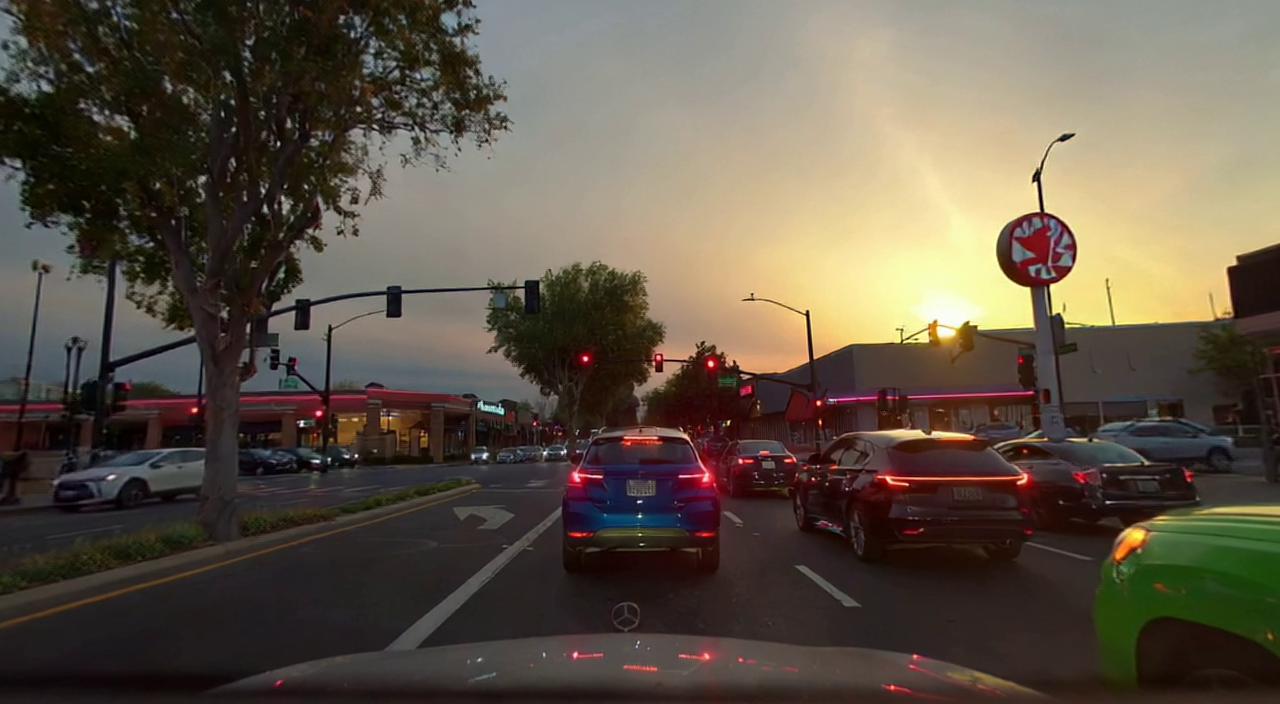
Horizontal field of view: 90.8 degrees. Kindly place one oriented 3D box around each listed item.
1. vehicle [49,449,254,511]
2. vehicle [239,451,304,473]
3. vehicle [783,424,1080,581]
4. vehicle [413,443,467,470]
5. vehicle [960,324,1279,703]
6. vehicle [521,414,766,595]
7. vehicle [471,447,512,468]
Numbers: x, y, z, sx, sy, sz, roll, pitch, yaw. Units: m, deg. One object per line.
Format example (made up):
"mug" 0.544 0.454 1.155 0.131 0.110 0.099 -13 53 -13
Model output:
"vehicle" -14.679 3.789 19.299 2.269 1.604 4.265 -4 -9 24
"vehicle" -28.603 8.523 49.163 4.205 1.541 1.780 4 -10 -28
"vehicle" 3.323 1.781 8.297 1.865 1.496 4.170 0 -9 0
"vehicle" -15.083 7.891 48.041 2.395 1.903 4.860 -1 -9 1
"vehicle" 2.982 0.698 1.569 2.075 1.661 4.401 0 -9 1
"vehicle" 0.009 1.629 7.522 2.154 1.577 3.723 0 -9 -1
"vehicle" -11.269 8.000 48.242 2.099 1.478 4.411 0 -9 0
